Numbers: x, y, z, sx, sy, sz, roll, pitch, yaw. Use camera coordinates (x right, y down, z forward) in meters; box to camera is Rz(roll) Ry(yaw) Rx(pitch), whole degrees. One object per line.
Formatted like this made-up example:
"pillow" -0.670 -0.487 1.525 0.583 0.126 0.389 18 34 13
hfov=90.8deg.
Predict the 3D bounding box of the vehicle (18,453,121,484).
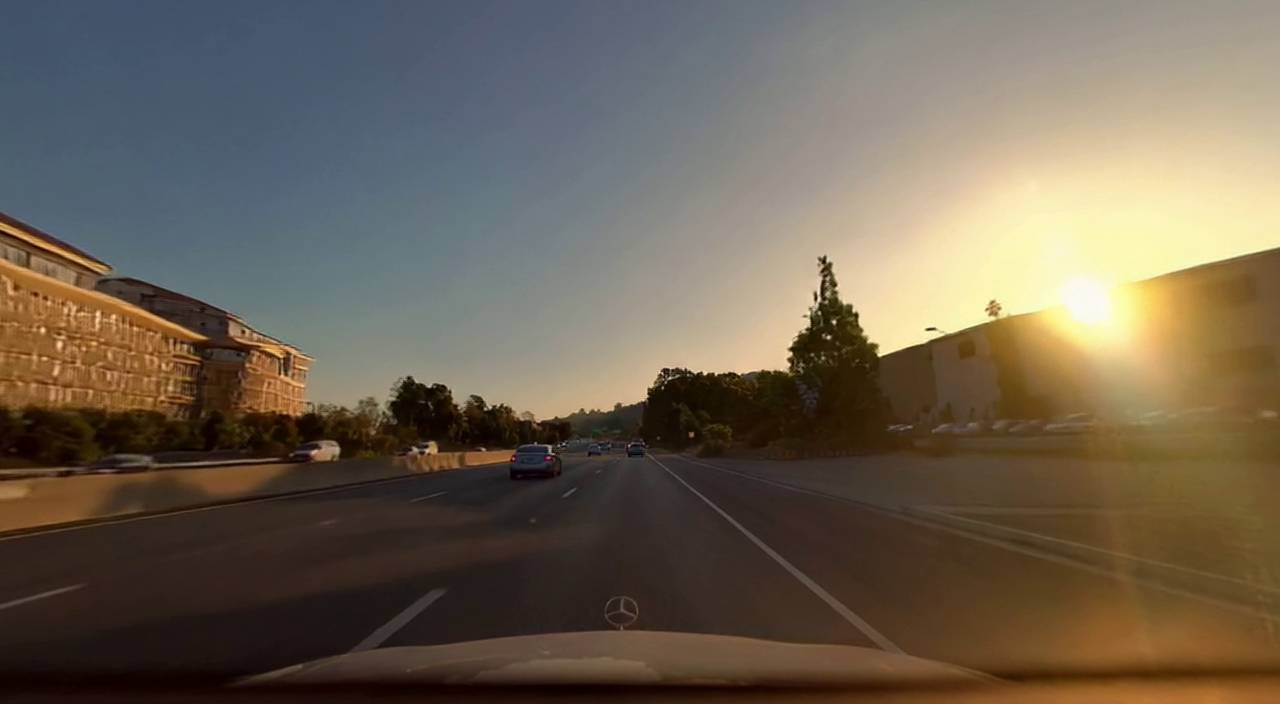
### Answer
"vehicle" -32.199 6.551 35.833 1.797 1.616 4.252 0 -9 0

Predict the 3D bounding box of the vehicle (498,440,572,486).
"vehicle" -3.609 3.887 22.435 1.920 1.463 4.134 0 -8 0
